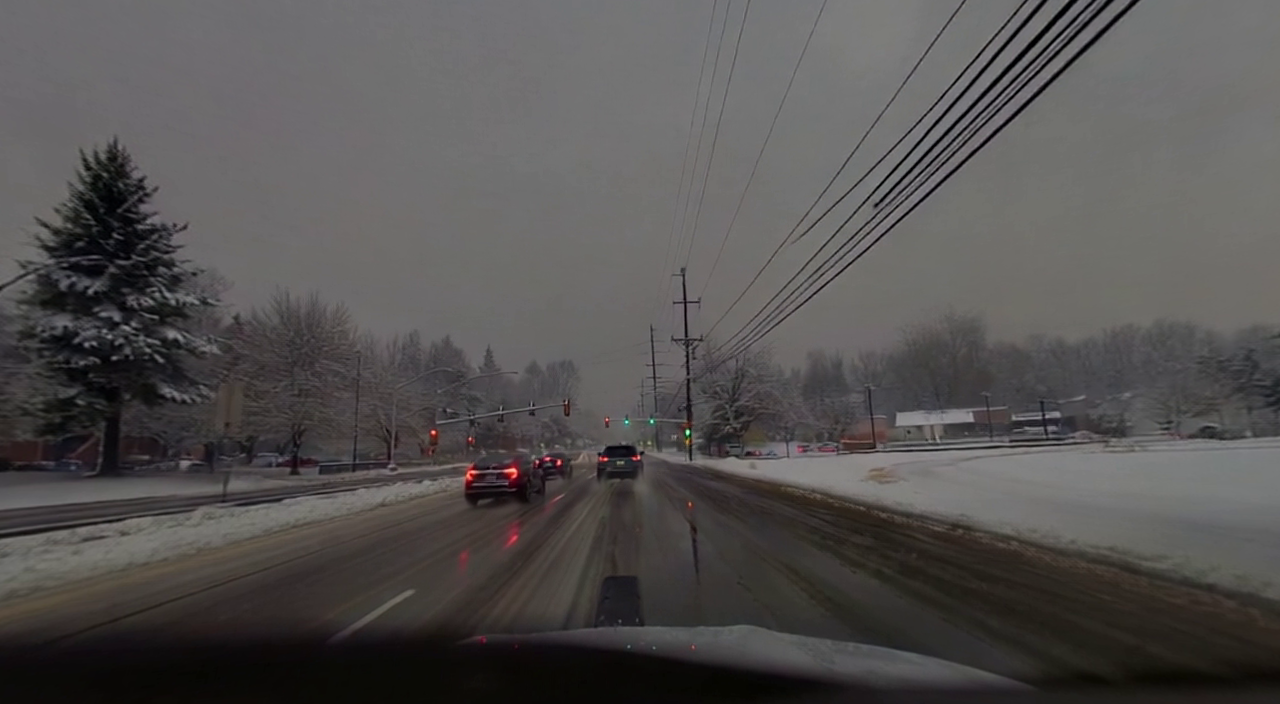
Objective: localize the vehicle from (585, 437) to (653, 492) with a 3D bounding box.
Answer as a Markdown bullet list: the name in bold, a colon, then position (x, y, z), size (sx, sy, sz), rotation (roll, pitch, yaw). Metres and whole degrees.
- **vehicle**: position (-0.707, 4.106, 23.406), size (2.276, 1.850, 3.897), rotation (0, -8, 0)

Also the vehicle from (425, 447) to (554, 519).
- **vehicle**: position (-3.483, 3.105, 15.589), size (2.064, 1.464, 4.373), rotation (0, -8, 1)
